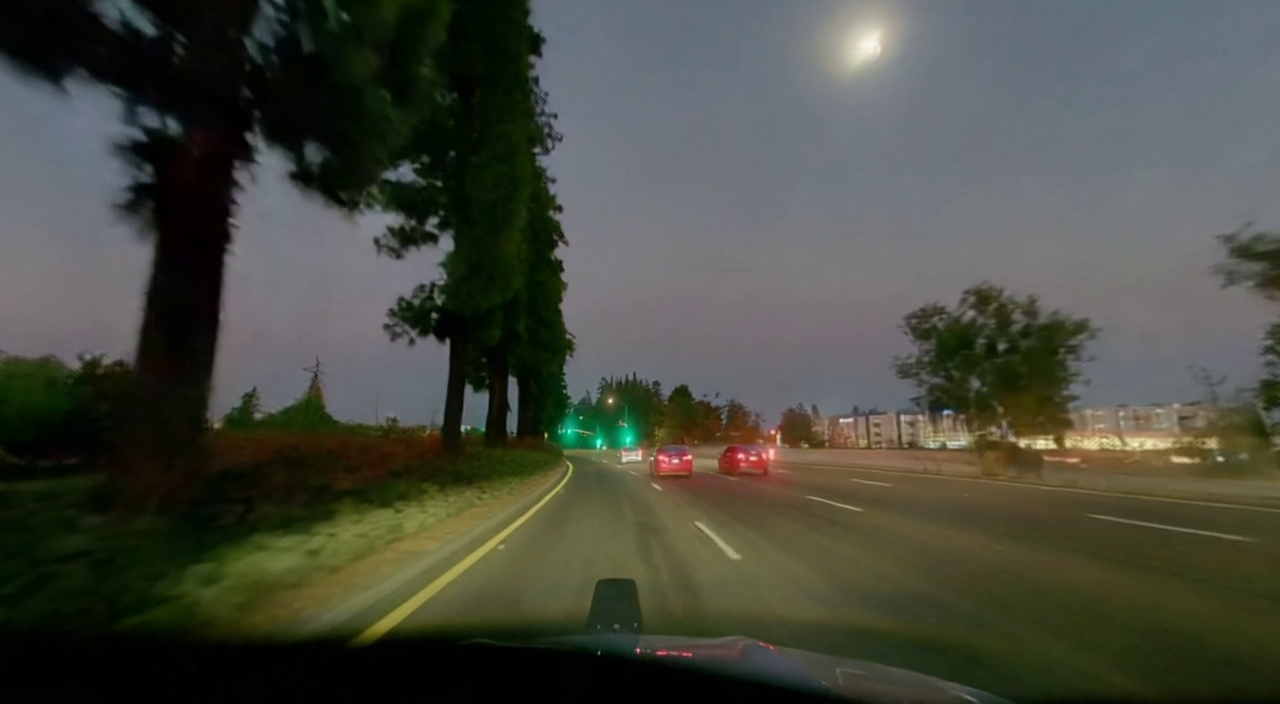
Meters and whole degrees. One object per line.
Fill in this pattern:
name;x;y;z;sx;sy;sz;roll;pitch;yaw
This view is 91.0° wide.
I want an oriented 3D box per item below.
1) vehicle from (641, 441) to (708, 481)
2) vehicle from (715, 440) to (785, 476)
vehicle;1.308;4.359;25.573;2.077;1.464;4.134;1;-8;-6
vehicle;4.821;4.682;28.138;1.901;1.474;4.363;1;-9;-6
